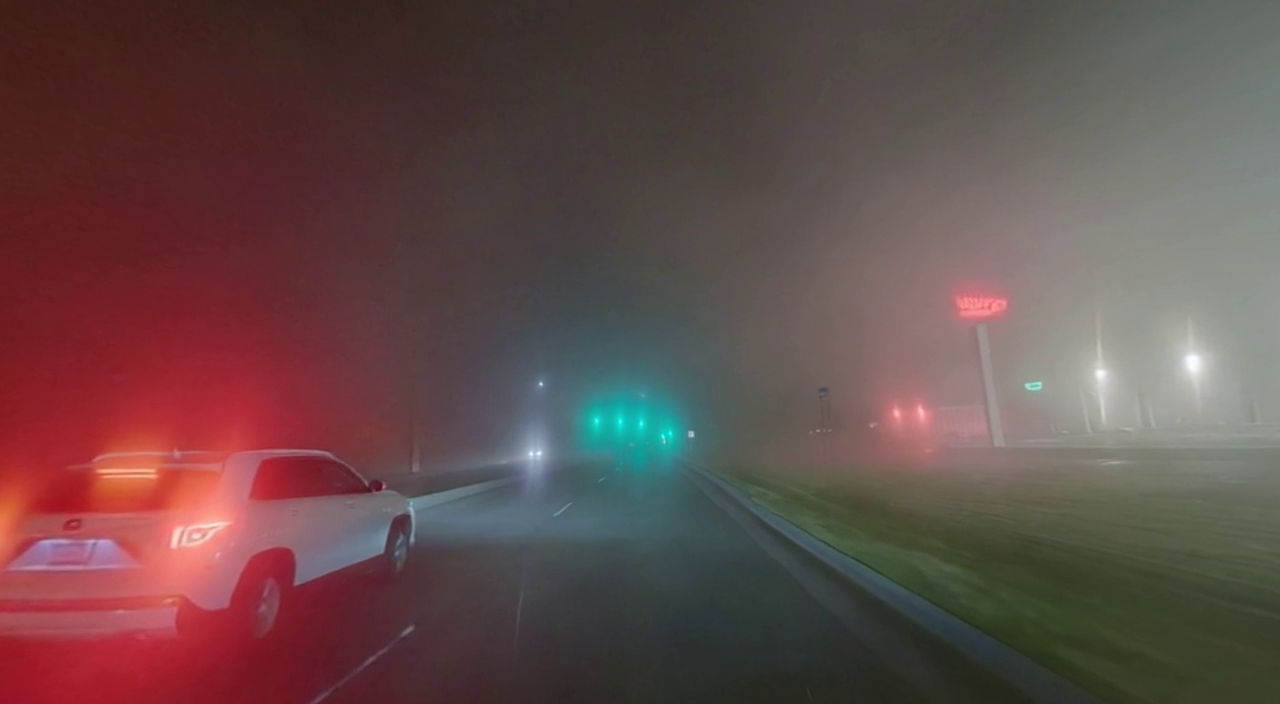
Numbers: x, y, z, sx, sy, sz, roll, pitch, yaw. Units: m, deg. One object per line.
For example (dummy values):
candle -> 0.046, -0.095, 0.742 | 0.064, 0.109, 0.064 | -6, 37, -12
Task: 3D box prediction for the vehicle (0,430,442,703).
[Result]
vehicle -> -3.474, 1.470, 5.389 | 1.972, 1.490, 4.591 | 0, -8, 1
